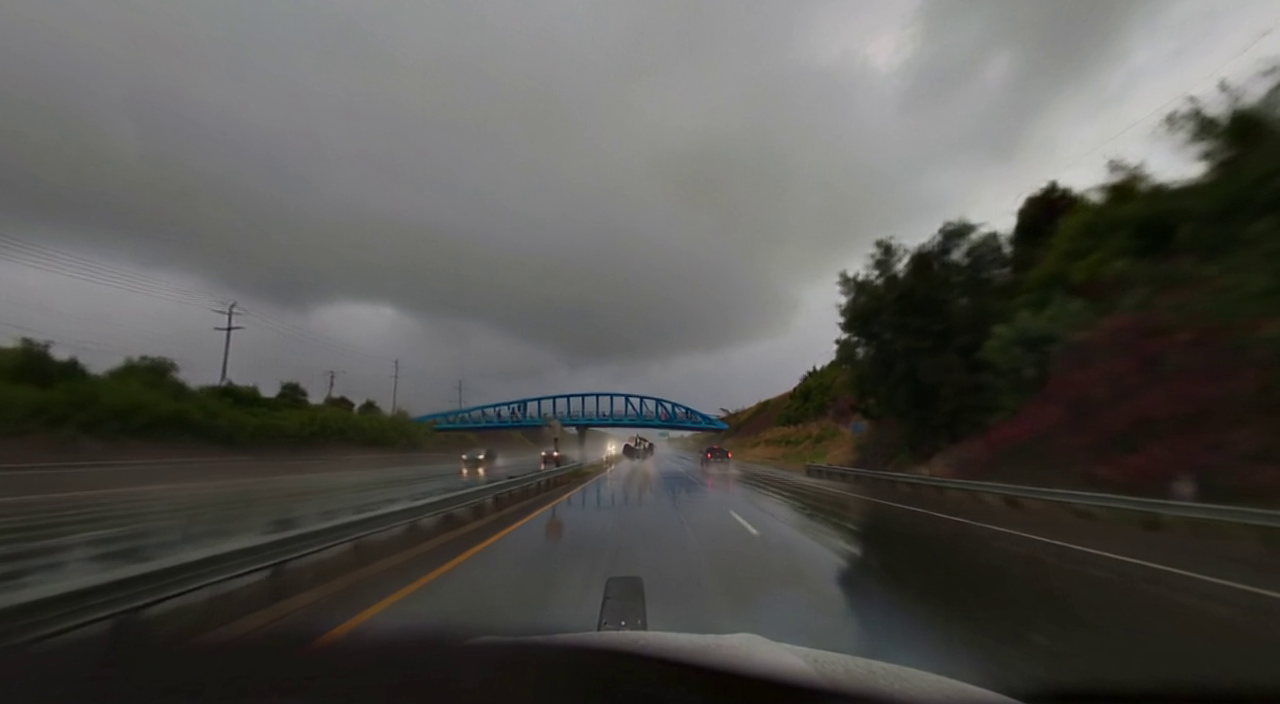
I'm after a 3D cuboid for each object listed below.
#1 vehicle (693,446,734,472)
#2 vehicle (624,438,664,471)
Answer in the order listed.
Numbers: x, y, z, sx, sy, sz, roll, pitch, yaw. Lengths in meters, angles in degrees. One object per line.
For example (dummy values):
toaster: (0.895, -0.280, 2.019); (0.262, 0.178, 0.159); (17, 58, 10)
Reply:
vehicle: (4.572, 6.746, 39.967); (1.988, 1.505, 4.958); (0, -9, 0)
vehicle: (0.306, 6.490, 39.984); (2.369, 1.948, 5.343); (0, -9, 2)
